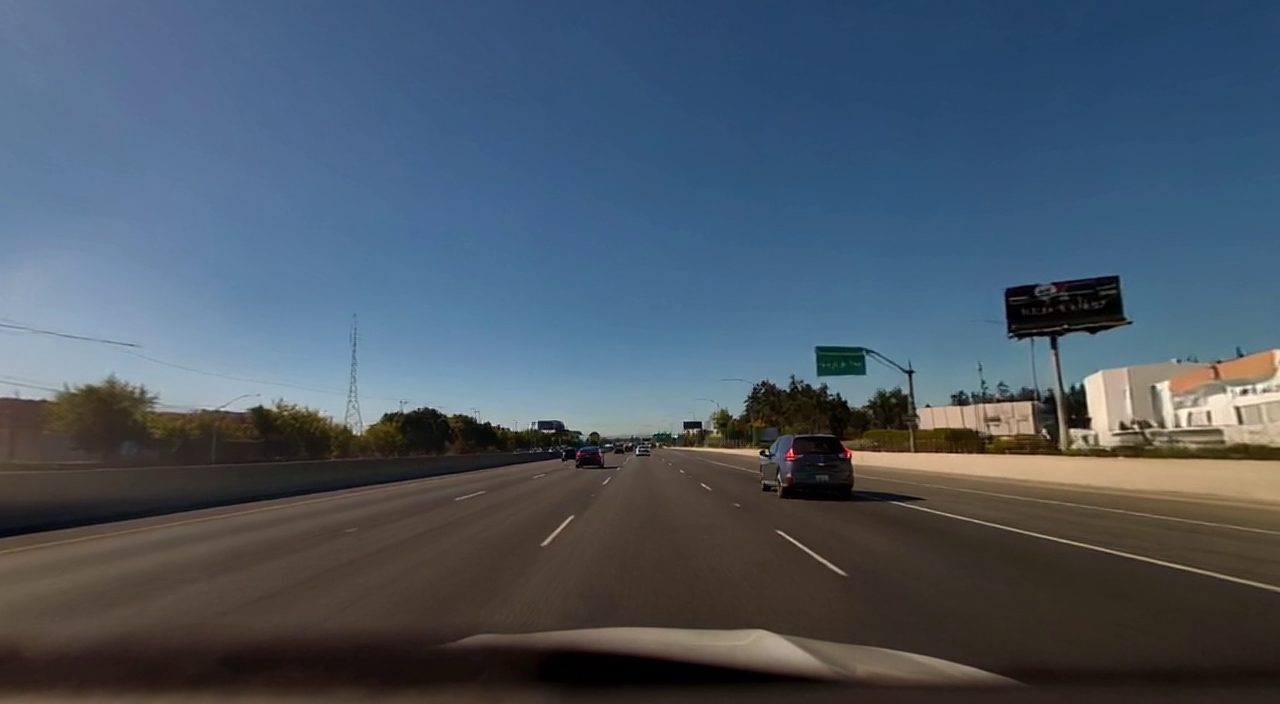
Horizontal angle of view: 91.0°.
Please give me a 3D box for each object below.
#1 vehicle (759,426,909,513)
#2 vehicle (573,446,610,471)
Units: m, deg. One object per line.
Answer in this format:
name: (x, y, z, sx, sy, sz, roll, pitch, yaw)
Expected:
vehicle: (4.429, 2.777, 15.328, 2.109, 1.764, 4.704, 0, -9, -1)
vehicle: (-3.156, 7.048, 41.872, 2.139, 1.510, 4.506, 0, -9, 0)
